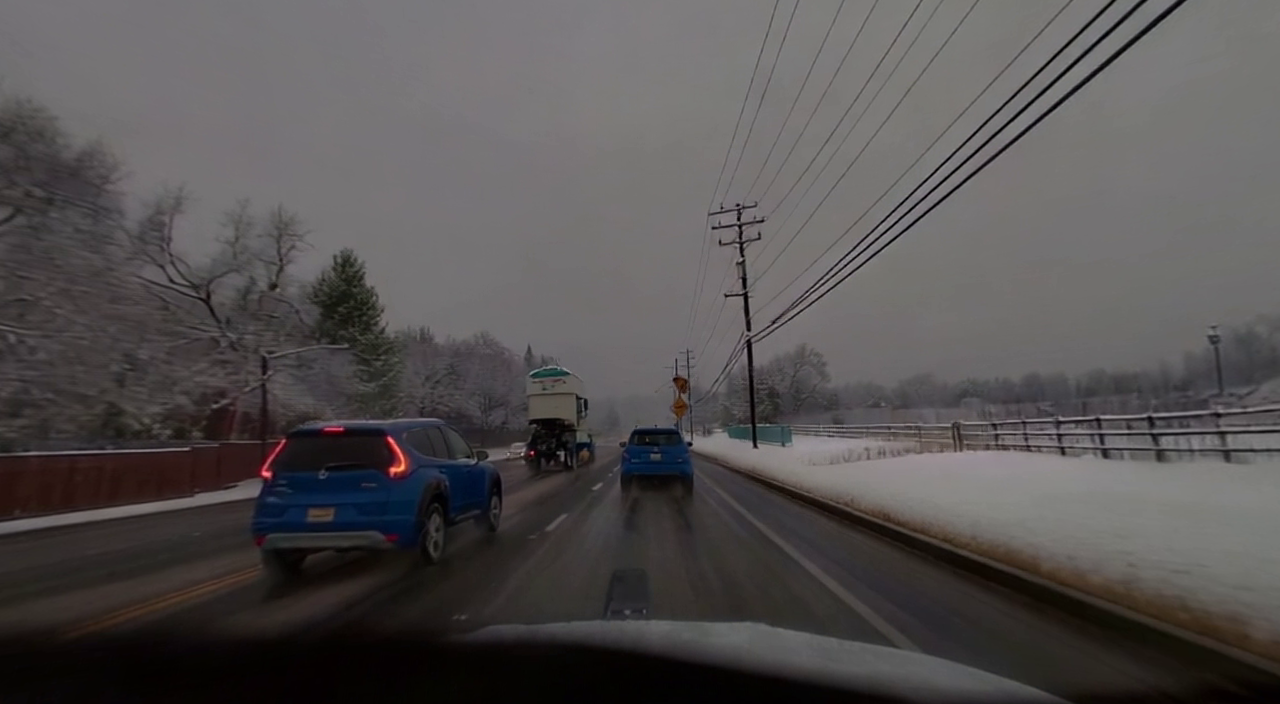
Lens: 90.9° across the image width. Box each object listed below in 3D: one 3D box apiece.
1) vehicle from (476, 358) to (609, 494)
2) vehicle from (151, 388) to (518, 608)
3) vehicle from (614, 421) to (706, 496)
[{"bbox_3d":[-2.880,2.771,22.478,2.928,3.658,10.953,0,-8,0],"label":"vehicle"},{"bbox_3d":[-3.013,1.558,7.623,2.093,1.832,4.508,0,-8,1],"label":"vehicle"},{"bbox_3d":[0.474,2.840,17.072,2.174,1.749,4.113,0,-8,0],"label":"vehicle"}]
